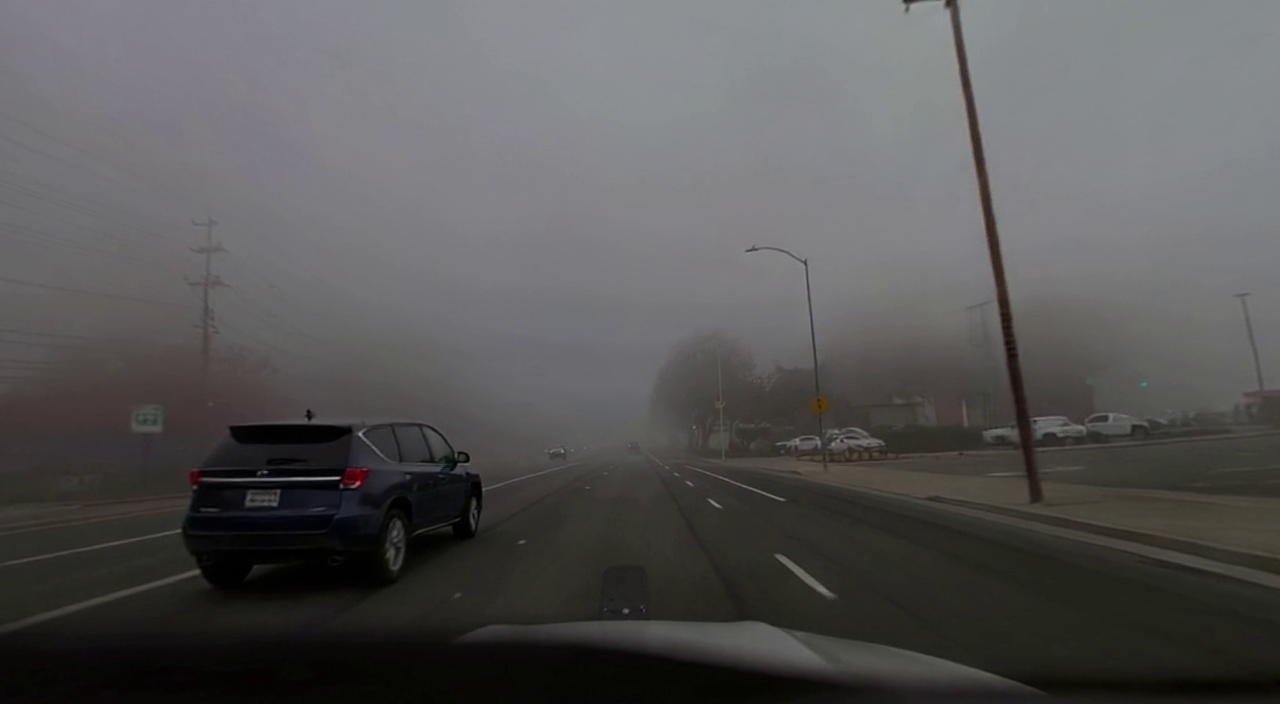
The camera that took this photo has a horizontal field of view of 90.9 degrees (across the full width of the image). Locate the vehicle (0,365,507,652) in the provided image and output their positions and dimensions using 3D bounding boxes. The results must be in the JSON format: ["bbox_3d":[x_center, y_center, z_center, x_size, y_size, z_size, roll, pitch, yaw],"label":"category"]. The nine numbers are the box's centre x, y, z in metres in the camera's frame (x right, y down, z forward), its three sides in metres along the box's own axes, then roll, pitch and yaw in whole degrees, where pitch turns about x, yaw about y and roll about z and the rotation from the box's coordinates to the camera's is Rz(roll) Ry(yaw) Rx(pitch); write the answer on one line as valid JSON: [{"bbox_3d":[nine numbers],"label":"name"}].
[{"bbox_3d":[-3.044,1.345,6.512,2.190,1.844,4.751,0,-8,1],"label":"vehicle"}]
